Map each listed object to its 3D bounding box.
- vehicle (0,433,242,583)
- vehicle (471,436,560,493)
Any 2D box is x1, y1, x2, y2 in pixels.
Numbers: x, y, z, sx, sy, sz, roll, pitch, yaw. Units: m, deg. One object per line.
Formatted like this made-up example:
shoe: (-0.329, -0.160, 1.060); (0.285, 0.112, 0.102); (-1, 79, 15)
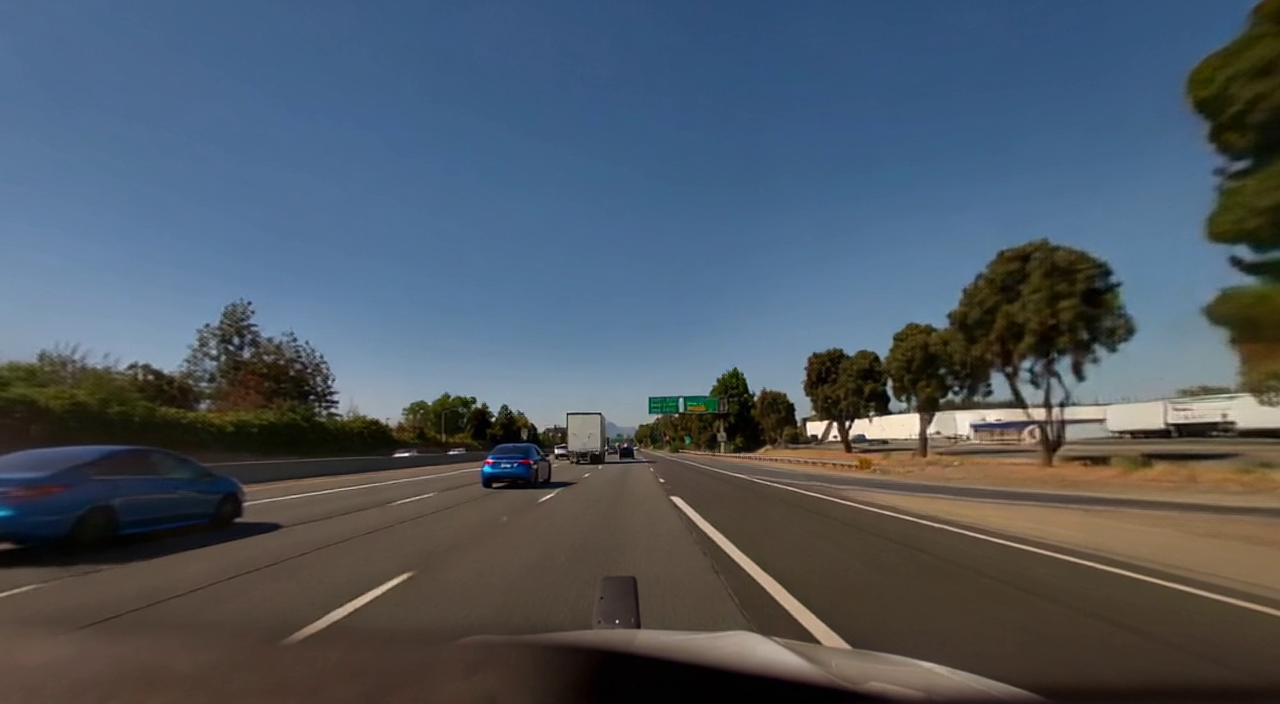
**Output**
vehicle: (-7.420, 1.799, 7.857); (2.026, 1.477, 4.467); (0, -9, 0)
vehicle: (-3.932, 3.618, 20.641); (2.033, 1.669, 4.112); (0, -9, 0)
